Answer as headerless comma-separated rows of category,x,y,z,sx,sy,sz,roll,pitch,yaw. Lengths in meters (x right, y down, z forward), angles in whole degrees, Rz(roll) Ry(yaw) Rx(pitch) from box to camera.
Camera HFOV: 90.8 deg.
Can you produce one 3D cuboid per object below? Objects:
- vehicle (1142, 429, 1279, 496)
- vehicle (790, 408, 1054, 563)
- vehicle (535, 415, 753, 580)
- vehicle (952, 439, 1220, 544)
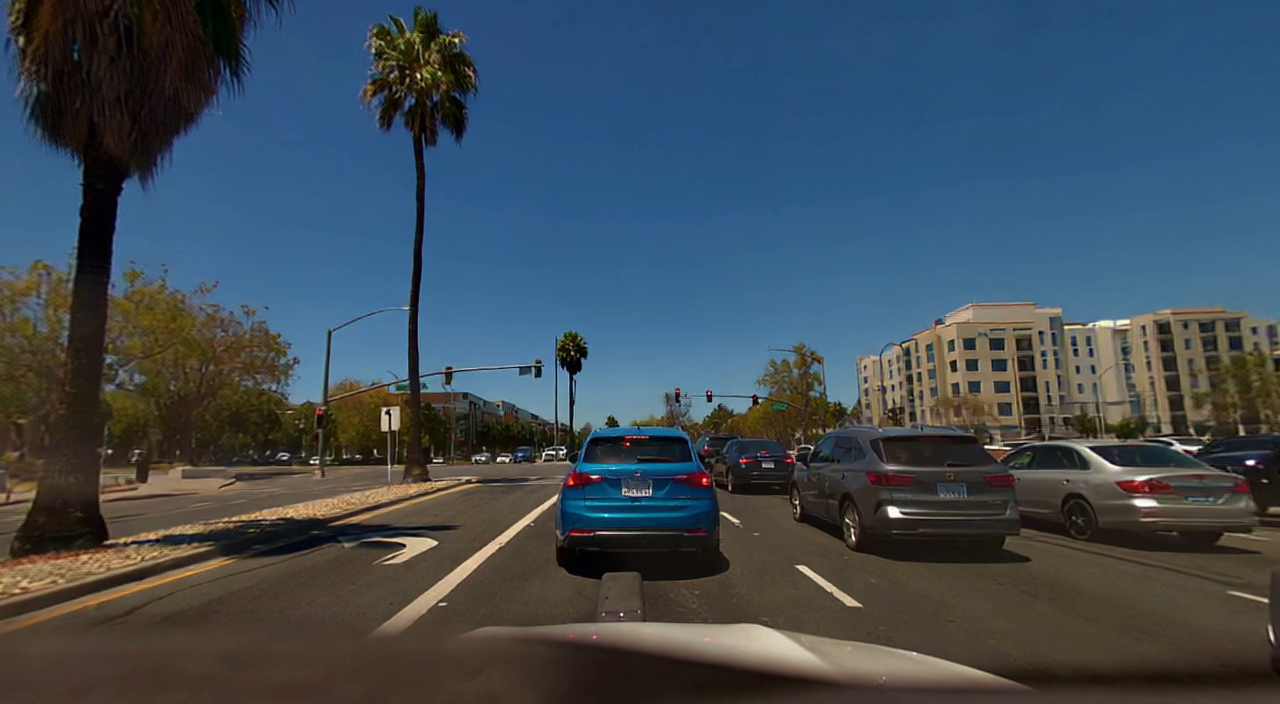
vehicle,18.043,3.207,18.506,4.786,1.848,2.107,0,-9,-1
vehicle,3.671,1.819,9.252,1.947,1.725,4.159,0,-9,1
vehicle,0.031,1.706,8.133,2.083,1.572,4.021,0,-9,0
vehicle,7.365,2.294,11.055,1.832,1.477,3.981,0,-9,1
